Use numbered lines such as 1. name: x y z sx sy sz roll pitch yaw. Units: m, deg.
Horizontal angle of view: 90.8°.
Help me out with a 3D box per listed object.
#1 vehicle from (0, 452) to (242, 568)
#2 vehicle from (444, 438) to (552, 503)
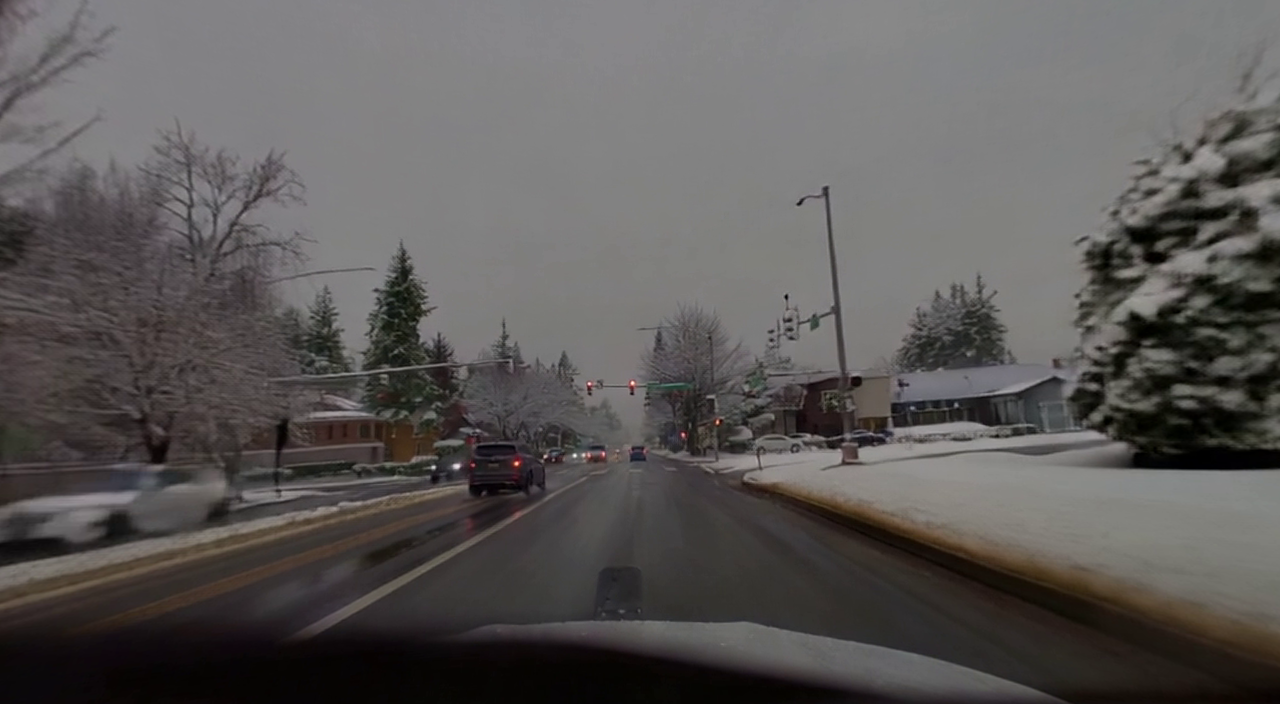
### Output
1. vehicle: -10.761 2.955 12.719 2.149 1.802 5.007 -1 -9 1
2. vehicle: -4.148 3.539 19.395 2.169 1.706 4.638 0 -8 1
